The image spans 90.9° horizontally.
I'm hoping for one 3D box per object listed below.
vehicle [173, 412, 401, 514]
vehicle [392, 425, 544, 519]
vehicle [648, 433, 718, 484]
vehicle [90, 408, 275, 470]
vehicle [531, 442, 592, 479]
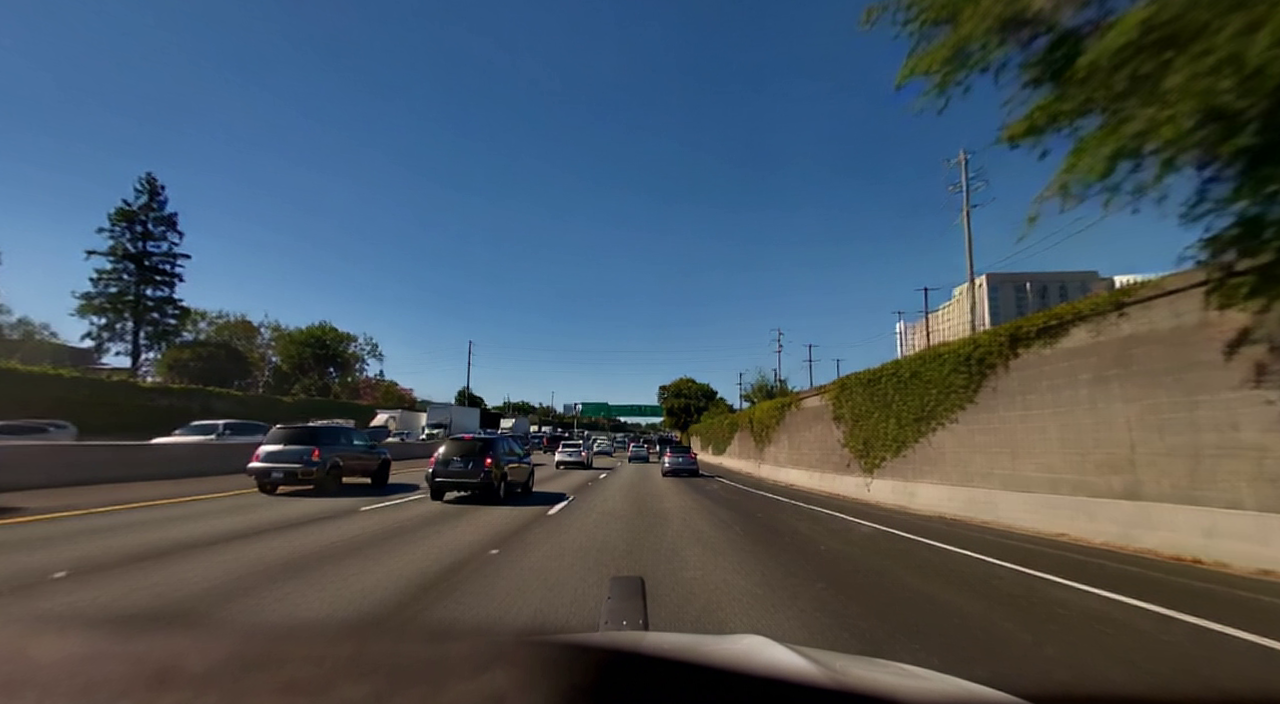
[{"bbox_3d":[-7.275,2.360,13.772,2.222,1.825,4.640,0,-9,0],"label":"vehicle"},{"bbox_3d":[-3.556,2.574,14.040,2.026,1.719,4.490,0,-9,1],"label":"vehicle"},{"bbox_3d":[1.887,5.013,29.992,2.793,2.132,5.682,1,-9,-1],"label":"vehicle"},{"bbox_3d":[-16.059,3.184,22.733,2.235,1.923,5.808,0,-9,1],"label":"vehicle"},{"bbox_3d":[-3.437,4.894,28.637,2.049,1.530,4.707,0,-9,1],"label":"vehicle"}]
